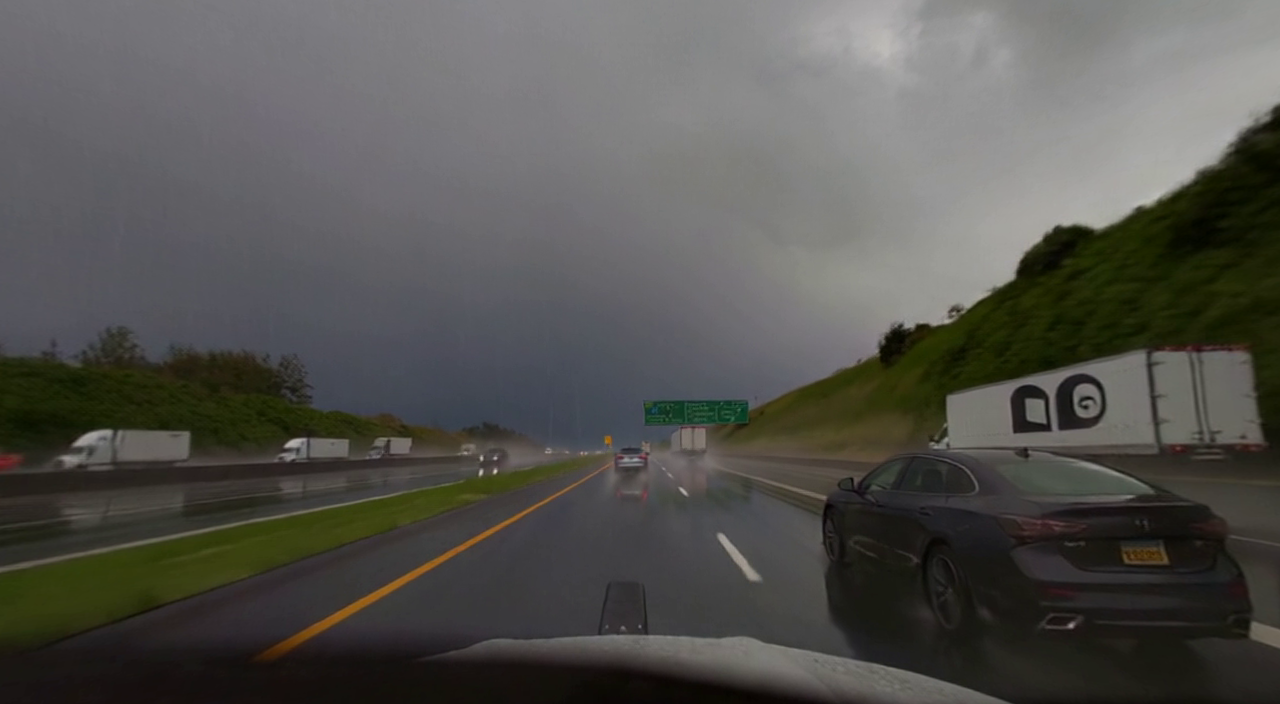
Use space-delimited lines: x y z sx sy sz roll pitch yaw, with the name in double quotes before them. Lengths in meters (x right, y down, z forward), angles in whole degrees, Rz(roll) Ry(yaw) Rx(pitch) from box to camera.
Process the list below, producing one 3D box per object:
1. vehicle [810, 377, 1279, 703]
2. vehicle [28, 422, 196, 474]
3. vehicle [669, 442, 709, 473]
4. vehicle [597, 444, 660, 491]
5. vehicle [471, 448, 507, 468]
"vehicle" 2.903 1.210 4.499 1.997 1.534 4.664 0 -9 -1
"vehicle" -36.223 6.743 44.059 2.726 3.138 10.258 0 -9 1
"vehicle" 2.882 6.304 37.776 2.048 1.704 4.284 0 -9 0
"vehicle" -0.376 3.943 21.791 1.970 1.441 3.846 0 -9 -1
"vehicle" -11.718 8.270 49.218 1.808 1.491 4.167 0 -9 0
